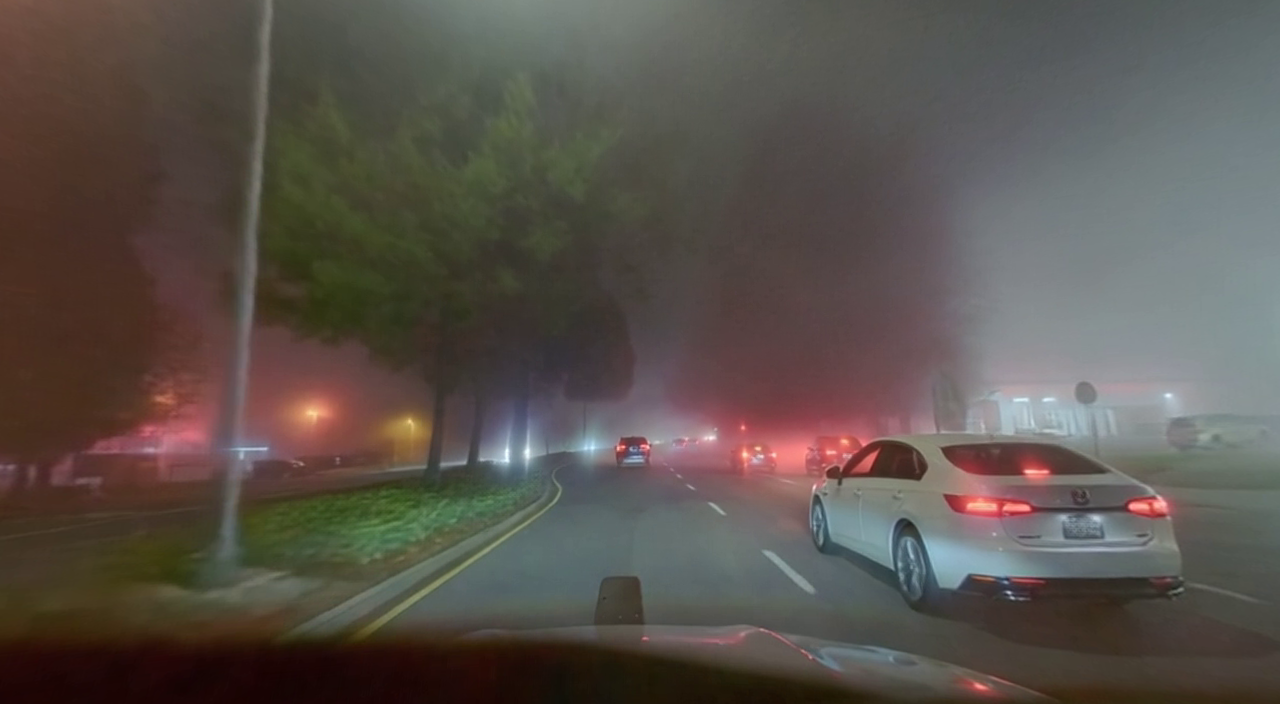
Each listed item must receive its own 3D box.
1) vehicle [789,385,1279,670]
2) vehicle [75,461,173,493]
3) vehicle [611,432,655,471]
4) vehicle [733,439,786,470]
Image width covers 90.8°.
[{"bbox_3d":[3.050,1.351,6.010,2.153,1.658,4.485,0,-8,0],"label":"vehicle"},{"bbox_3d":[-30.056,7.253,36.884,4.040,1.444,1.905,-4,-8,-1],"label":"vehicle"},{"bbox_3d":[-0.335,5.003,31.921,2.106,1.798,4.168,0,-8,0],"label":"vehicle"},{"bbox_3d":[5.915,5.123,31.700,1.883,1.452,4.258,0,-8,1],"label":"vehicle"}]
